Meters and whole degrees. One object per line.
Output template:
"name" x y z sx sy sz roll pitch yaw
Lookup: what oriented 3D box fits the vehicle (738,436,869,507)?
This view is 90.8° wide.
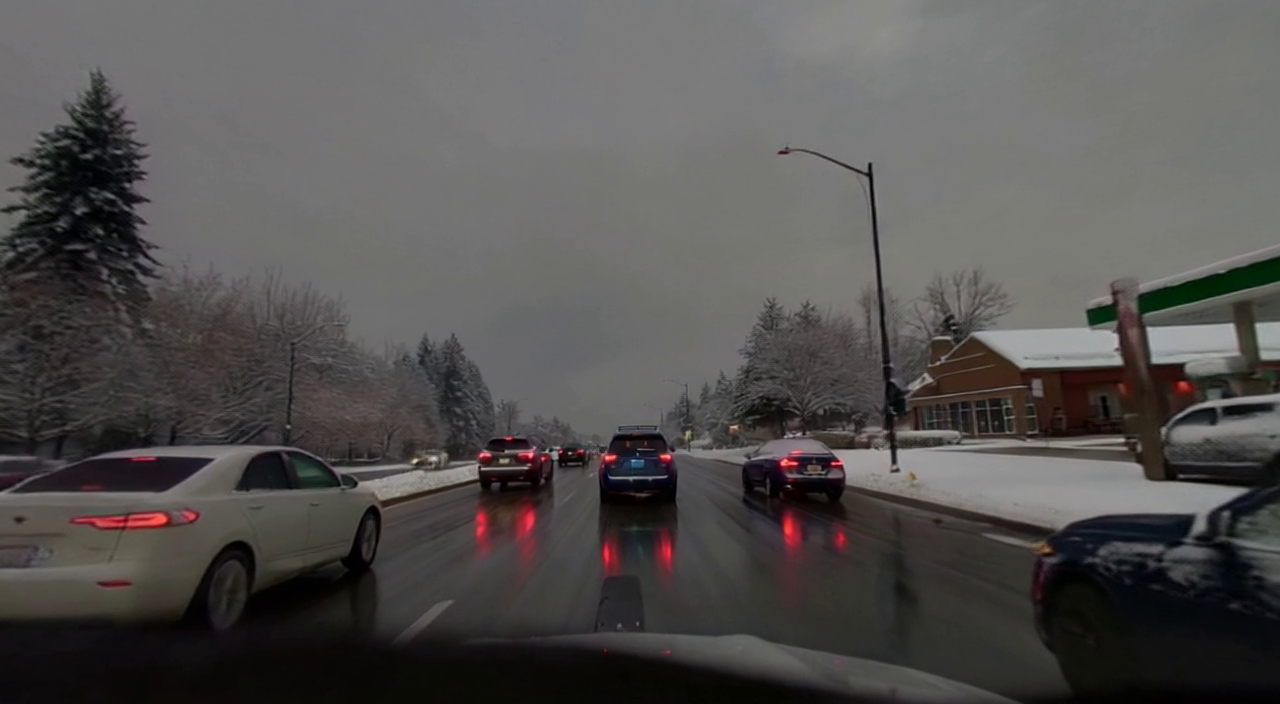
"vehicle" 3.782 2.848 15.532 1.888 1.456 4.589 0 -8 -2

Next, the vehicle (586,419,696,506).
"vehicle" 0.015 2.621 15.345 2.279 1.803 4.254 0 -8 0

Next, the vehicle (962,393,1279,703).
"vehicle" 3.326 0.889 2.209 1.976 1.492 4.436 0 -8 -1

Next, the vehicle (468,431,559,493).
"vehicle" -3.776 3.352 19.636 1.932 1.695 4.150 0 -8 0

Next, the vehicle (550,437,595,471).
"vehicle" -3.518 5.389 33.622 1.871 1.673 3.920 0 -8 1

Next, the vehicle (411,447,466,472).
"vehicle" -12.481 6.673 39.387 1.941 1.450 4.477 0 -9 0

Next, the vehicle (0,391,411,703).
"vehicle" -3.596 1.285 5.252 1.864 1.574 4.031 0 -8 0
